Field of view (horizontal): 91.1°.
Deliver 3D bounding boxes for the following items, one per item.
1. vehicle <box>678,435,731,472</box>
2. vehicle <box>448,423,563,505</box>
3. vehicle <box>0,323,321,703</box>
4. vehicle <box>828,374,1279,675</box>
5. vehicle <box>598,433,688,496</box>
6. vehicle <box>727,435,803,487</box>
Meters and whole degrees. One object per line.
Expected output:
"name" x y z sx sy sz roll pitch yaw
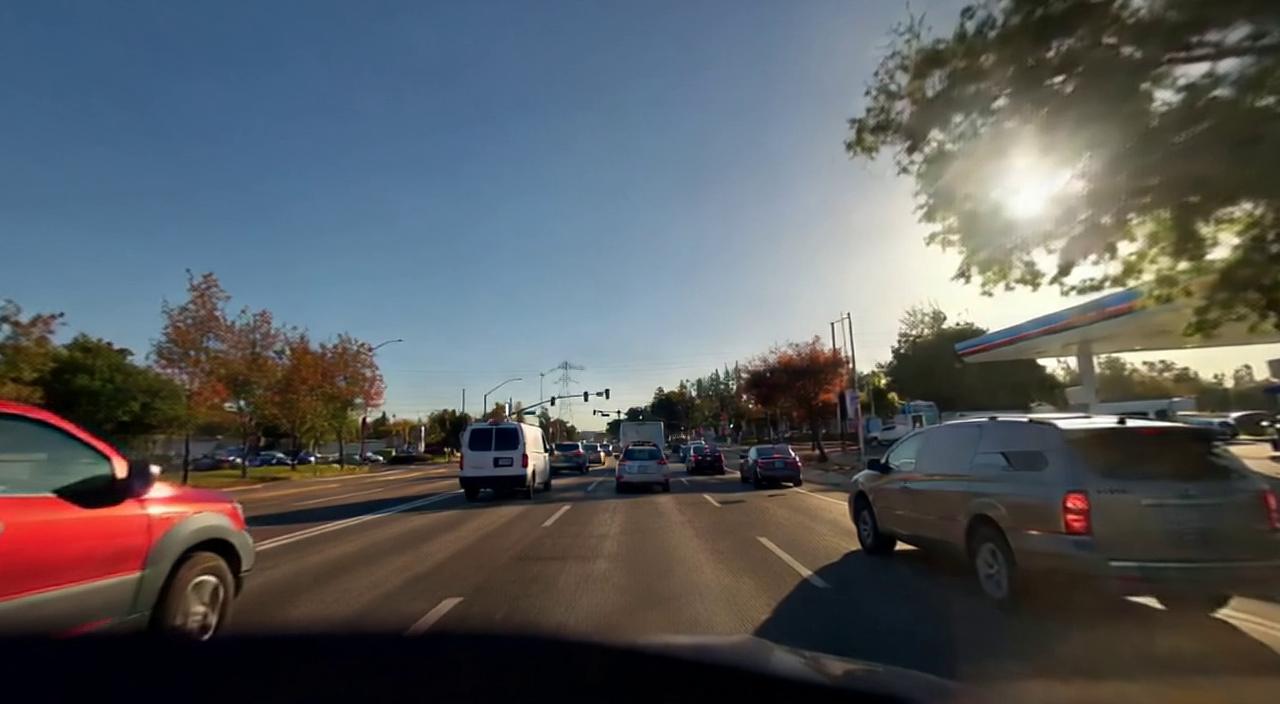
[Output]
"vehicle" 3.279 5.302 32.978 2.193 1.795 5.130 0 -8 0
"vehicle" -3.508 3.032 17.477 2.025 1.936 4.995 0 -8 1
"vehicle" -3.494 0.728 2.143 2.002 1.747 5.173 0 -8 1
"vehicle" 3.671 1.379 6.229 2.055 1.786 4.817 0 -8 -1
"vehicle" 0.067 3.478 19.928 2.426 1.703 5.602 0 -8 0
"vehicle" 4.505 3.998 23.371 2.119 1.696 4.623 0 -8 3
